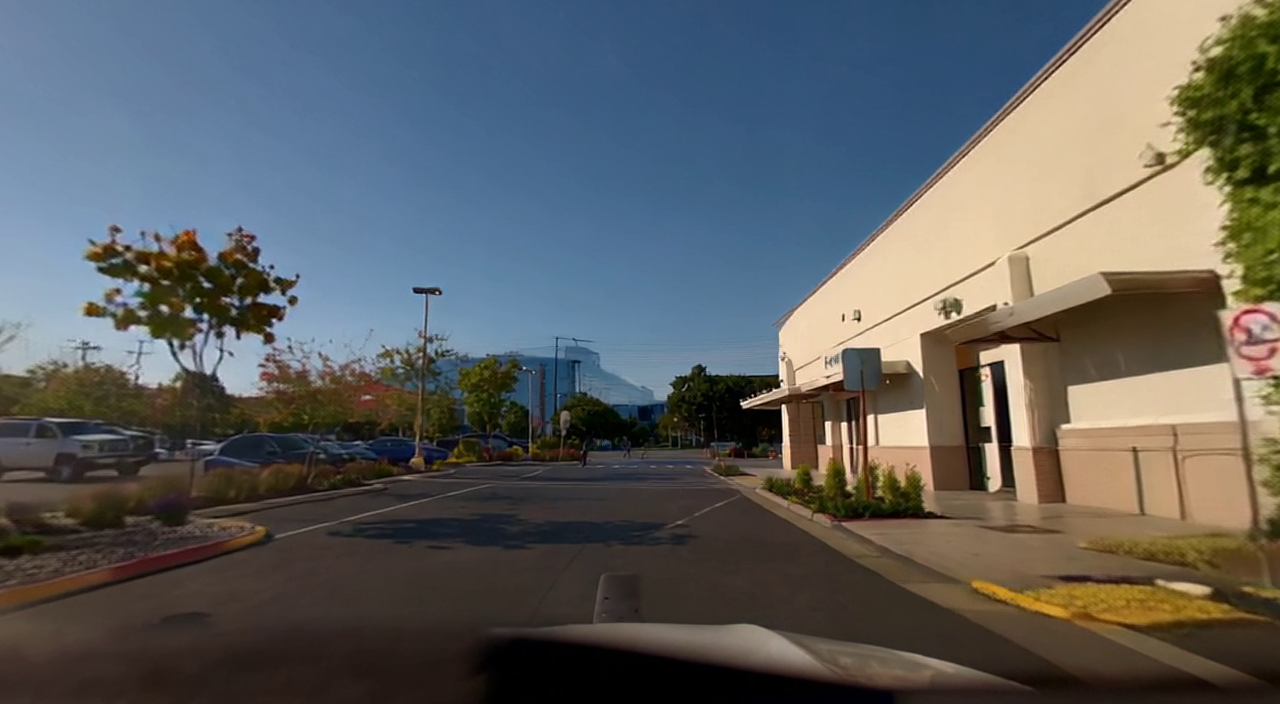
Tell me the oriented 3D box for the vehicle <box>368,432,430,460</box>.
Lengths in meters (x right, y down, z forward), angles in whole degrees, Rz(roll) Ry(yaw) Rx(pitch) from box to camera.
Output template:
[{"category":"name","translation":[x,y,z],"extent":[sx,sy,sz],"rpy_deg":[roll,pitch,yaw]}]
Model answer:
[{"category":"vehicle","translation":[-14.832,5.819,39.091],"extent":[1.928,1.613,4.197],"rpy_deg":[-1,-8,4]}]

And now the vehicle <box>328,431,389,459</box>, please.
[{"category":"vehicle","translation":[-17.468,5.805,39.387],"extent":[1.902,1.645,3.903],"rpy_deg":[0,-9,1]}]

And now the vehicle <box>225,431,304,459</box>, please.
[{"category":"vehicle","translation":[-23.147,5.757,39.121],"extent":[1.773,1.498,4.085],"rpy_deg":[2,-8,13]}]

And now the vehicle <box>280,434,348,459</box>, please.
[{"category":"vehicle","translation":[-20.130,5.870,39.206],"extent":[1.909,1.474,3.908],"rpy_deg":[-1,-8,4]}]

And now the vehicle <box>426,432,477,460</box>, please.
[{"category":"vehicle","translation":[-11.724,5.895,39.631],"extent":[1.892,1.597,4.259],"rpy_deg":[0,-8,0]}]

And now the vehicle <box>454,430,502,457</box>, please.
[{"category":"vehicle","translation":[-11.546,6.591,45.452],"extent":[2.058,1.832,5.009],"rpy_deg":[0,-8,1]}]

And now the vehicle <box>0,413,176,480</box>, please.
[{"category":"vehicle","translation":[-18.113,3.106,20.865],"extent":[1.972,1.923,4.535],"rpy_deg":[-1,-8,2]}]
